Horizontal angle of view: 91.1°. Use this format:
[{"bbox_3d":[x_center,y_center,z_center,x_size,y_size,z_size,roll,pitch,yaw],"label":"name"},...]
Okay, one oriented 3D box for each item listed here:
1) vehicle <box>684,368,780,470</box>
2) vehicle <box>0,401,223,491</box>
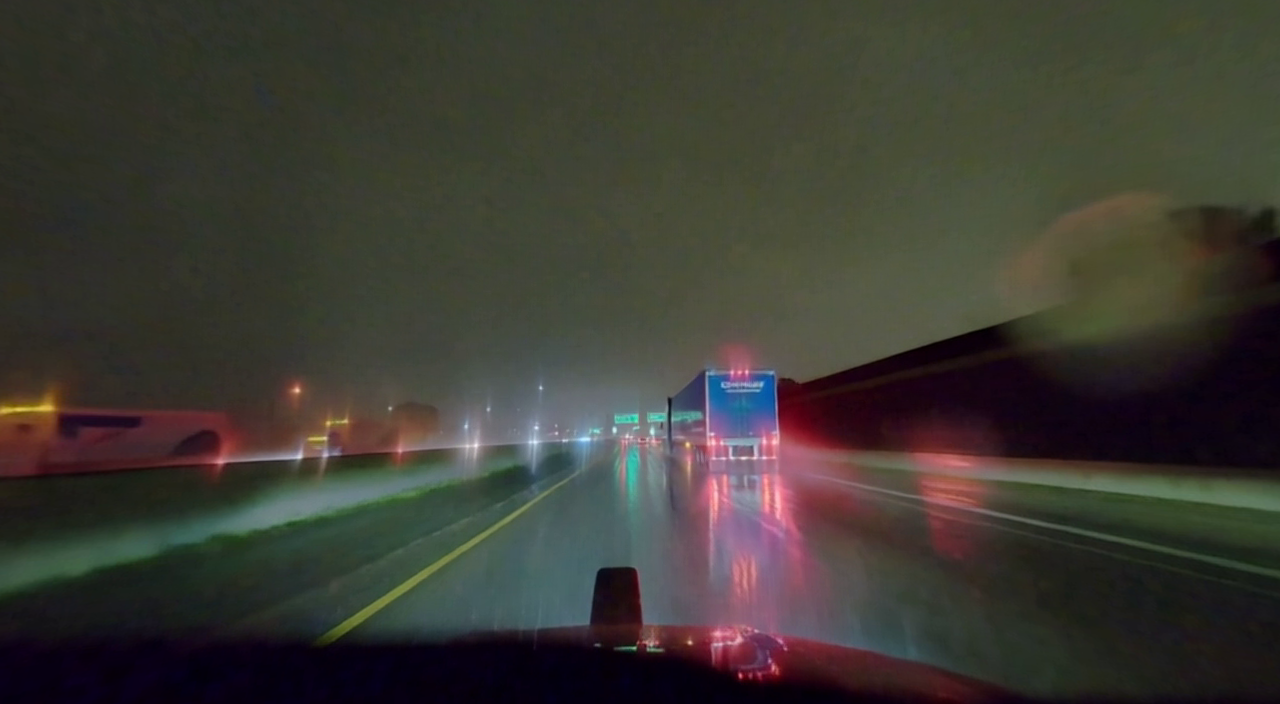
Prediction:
[{"bbox_3d":[3.798,3.106,28.192,2.888,3.866,8.380,0,-8,-1],"label":"vehicle"},{"bbox_3d":[-30.679,5.247,35.763,2.926,4.080,16.506,-2,-7,-1],"label":"vehicle"}]
